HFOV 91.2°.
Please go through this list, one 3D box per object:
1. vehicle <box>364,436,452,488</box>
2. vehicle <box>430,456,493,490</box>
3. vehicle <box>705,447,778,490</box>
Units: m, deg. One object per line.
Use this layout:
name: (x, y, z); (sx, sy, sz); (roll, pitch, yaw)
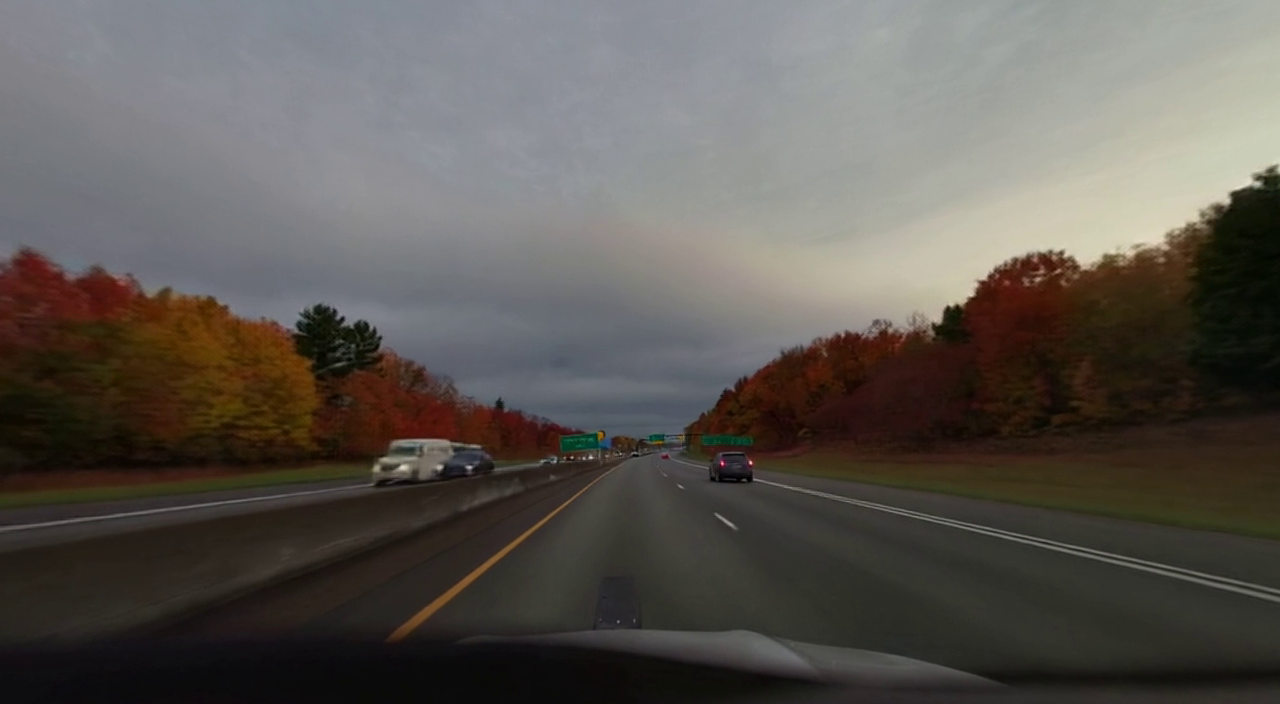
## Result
vehicle: (-13.060, 6.245, 36.024); (2.302, 2.673, 7.335); (0, -9, 0)
vehicle: (-8.774, 5.976, 31.196); (1.915, 1.531, 4.085); (0, -9, 0)
vehicle: (3.974, 4.640, 25.400); (2.070, 1.546, 4.648); (0, -9, -1)
